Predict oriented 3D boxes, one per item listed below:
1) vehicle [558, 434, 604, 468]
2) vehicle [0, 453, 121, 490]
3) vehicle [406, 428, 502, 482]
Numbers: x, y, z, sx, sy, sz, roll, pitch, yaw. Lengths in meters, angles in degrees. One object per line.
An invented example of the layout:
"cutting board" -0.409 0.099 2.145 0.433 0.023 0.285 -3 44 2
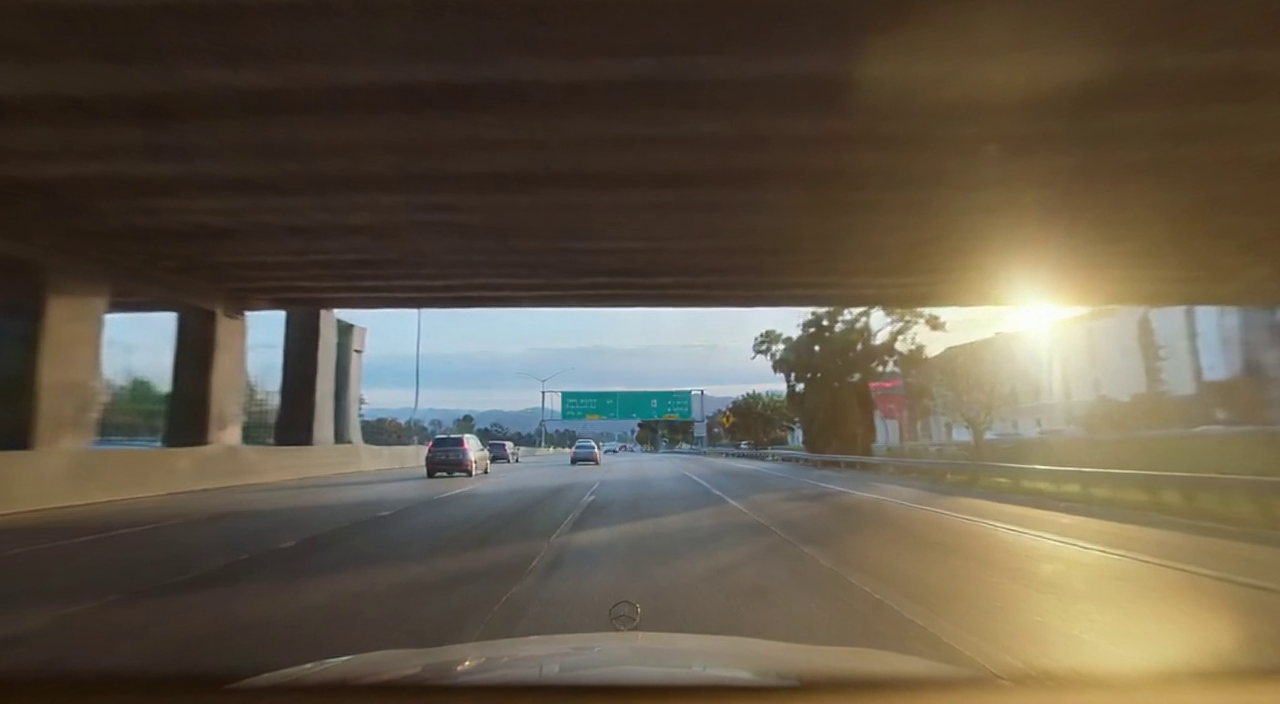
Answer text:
"vehicle" -3.072 5.240 33.590 2.027 1.697 4.307 0 -8 0
"vehicle" -26.402 5.366 28.715 1.792 1.456 4.589 0 -9 -1
"vehicle" -6.608 3.718 23.064 2.015 1.762 4.790 0 -8 0
